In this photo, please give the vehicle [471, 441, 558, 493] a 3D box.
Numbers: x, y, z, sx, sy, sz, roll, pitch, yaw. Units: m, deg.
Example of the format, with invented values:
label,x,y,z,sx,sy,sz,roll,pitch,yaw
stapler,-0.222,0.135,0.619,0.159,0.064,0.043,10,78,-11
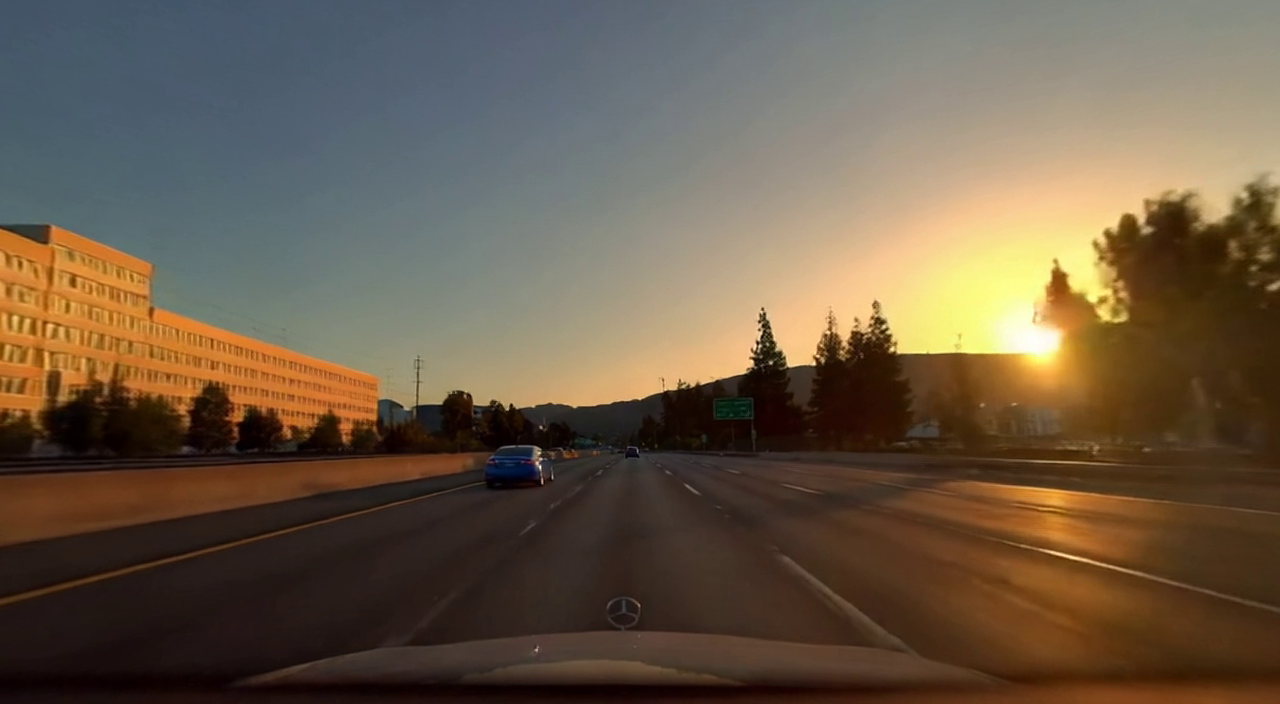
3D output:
label,x,y,z,sx,sy,sz,roll,pitch,yaw
vehicle,-3.899,3.644,20.424,1.900,1.492,4.495,0,-9,0
